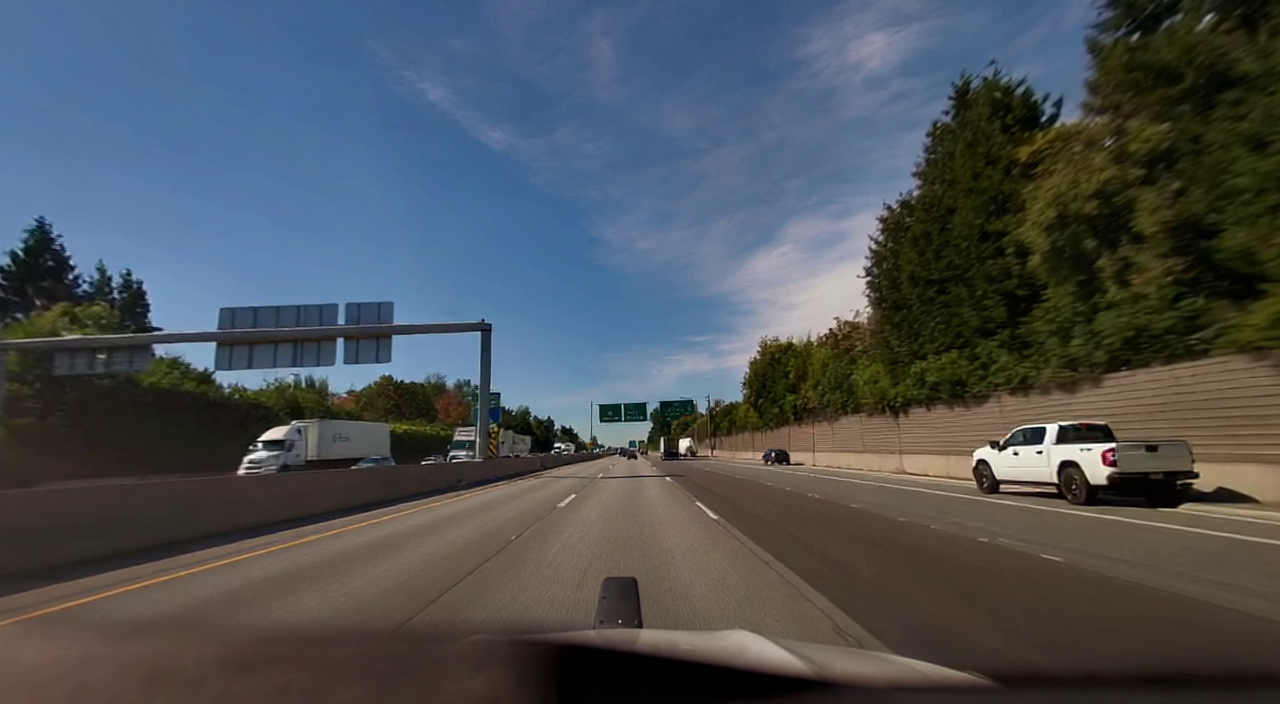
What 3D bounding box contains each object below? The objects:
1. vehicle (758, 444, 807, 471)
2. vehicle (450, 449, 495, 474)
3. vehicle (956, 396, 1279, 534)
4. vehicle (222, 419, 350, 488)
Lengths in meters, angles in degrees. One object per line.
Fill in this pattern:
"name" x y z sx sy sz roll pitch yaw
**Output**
"vehicle" 9.161 6.833 40.810 1.950 1.632 4.845 0 -9 -1
"vehicle" -12.774 8.358 48.233 2.018 1.849 4.922 0 -9 0
"vehicle" 8.764 2.135 12.351 2.184 2.052 5.650 -1 -9 0
"vehicle" -23.254 6.766 42.216 3.189 4.074 9.572 0 -9 -2
